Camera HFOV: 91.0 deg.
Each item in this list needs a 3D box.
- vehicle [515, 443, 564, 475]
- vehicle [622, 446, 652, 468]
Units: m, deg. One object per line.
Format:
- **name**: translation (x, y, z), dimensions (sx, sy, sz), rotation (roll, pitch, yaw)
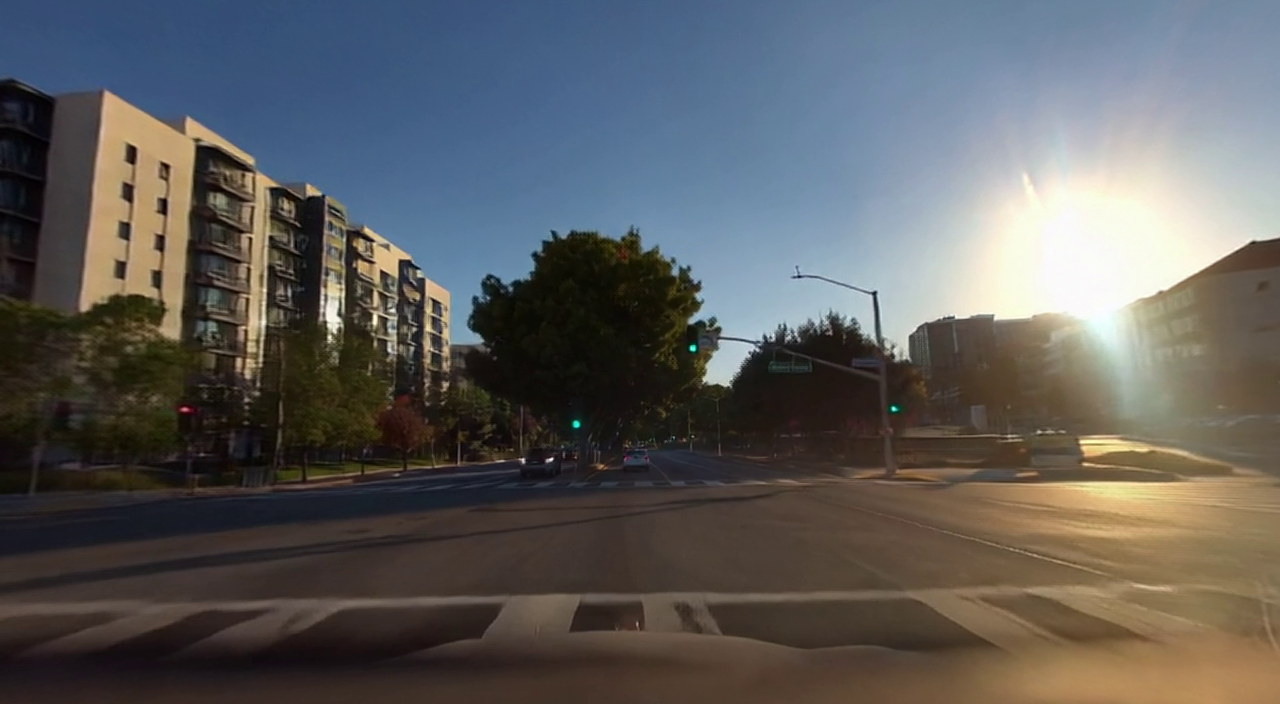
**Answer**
- **vehicle**: translation (-5.510, 5.930, 35.038), dimensions (2.016, 1.631, 4.148), rotation (0, -9, 0)
- **vehicle**: translation (-0.218, 7.454, 44.975), dimensions (2.064, 1.477, 3.968), rotation (0, -9, -1)
